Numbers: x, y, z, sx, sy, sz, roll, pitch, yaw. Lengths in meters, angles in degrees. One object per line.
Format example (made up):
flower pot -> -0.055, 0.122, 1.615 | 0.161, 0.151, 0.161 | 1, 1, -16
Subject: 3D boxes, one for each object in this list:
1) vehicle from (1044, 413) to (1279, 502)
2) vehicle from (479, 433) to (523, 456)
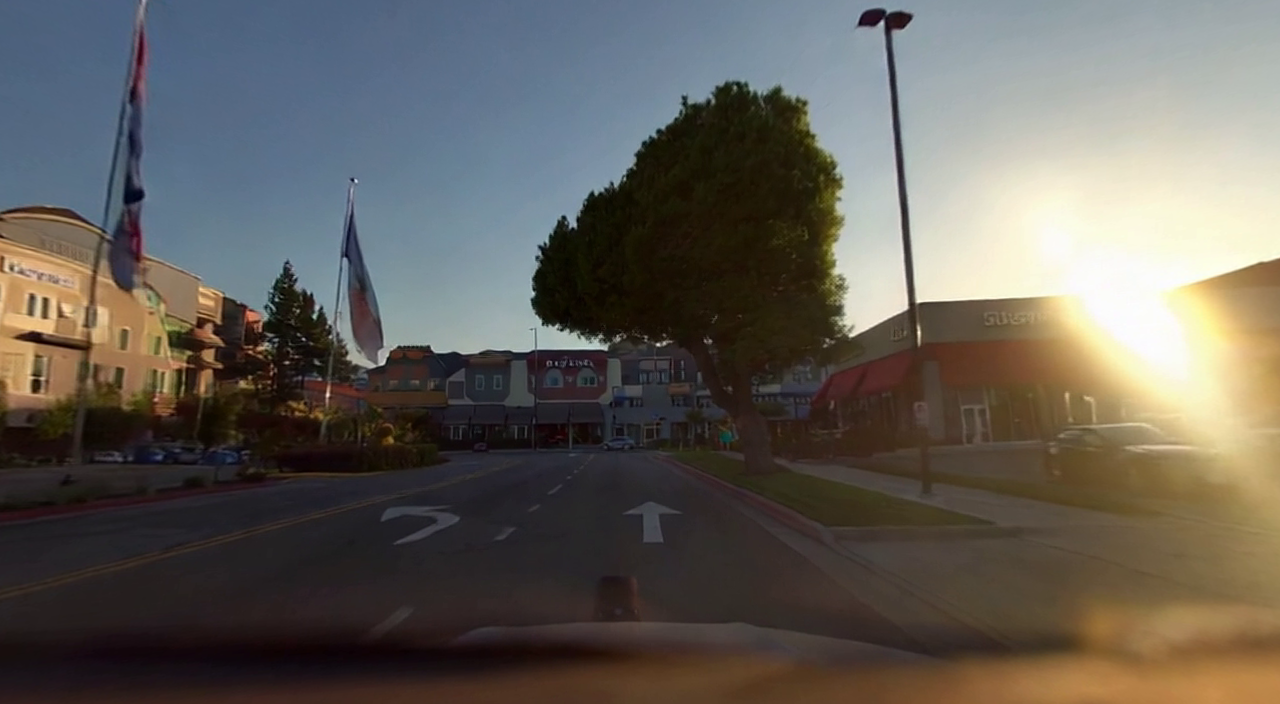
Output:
vehicle -> 10.242, 2.070, 12.702 | 1.769, 1.516, 3.520 | 0, -8, -1
vehicle -> -9.275, 6.187, 42.271 | 1.919, 1.484, 3.879 | -1, -8, 3
